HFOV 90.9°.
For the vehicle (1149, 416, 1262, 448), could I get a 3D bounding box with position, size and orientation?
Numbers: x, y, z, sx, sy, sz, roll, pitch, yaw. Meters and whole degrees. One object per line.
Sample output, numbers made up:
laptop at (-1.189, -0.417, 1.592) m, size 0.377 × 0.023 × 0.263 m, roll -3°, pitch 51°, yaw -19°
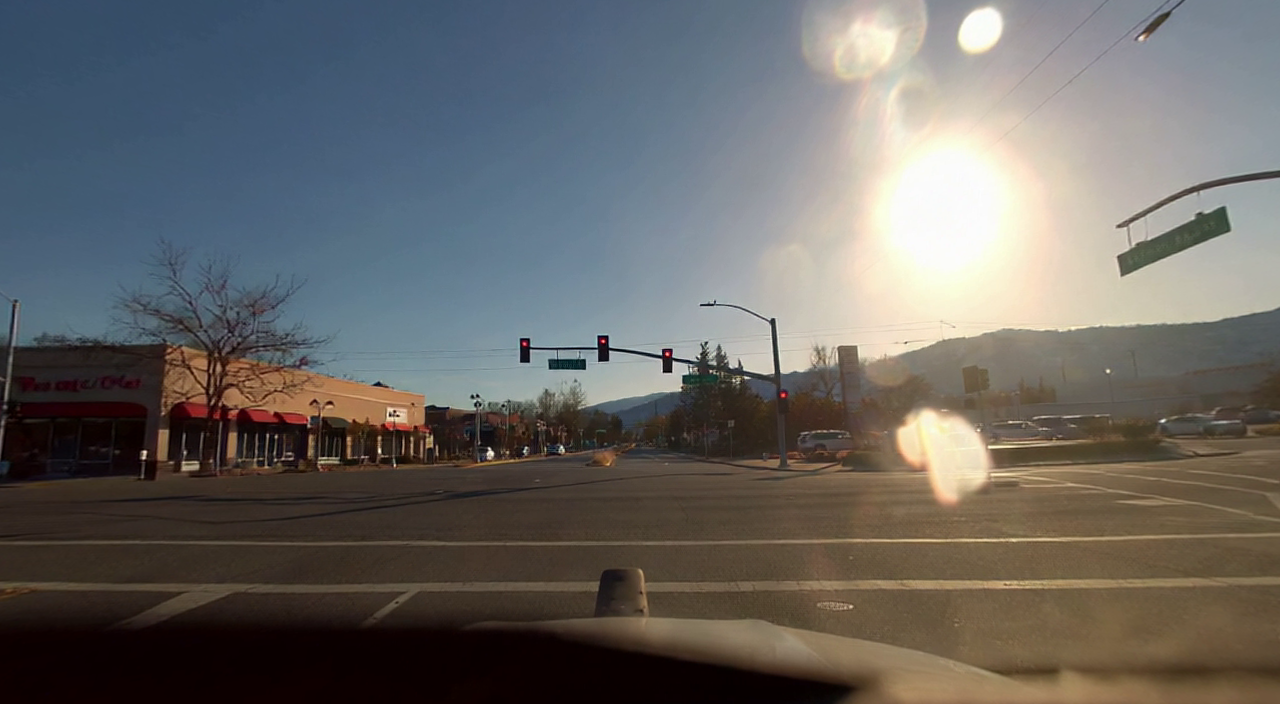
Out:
vehicle at (28.281, 4.074, 31.725) m, size 1.799 × 1.459 × 4.266 m, roll 0°, pitch -8°, yaw 3°
